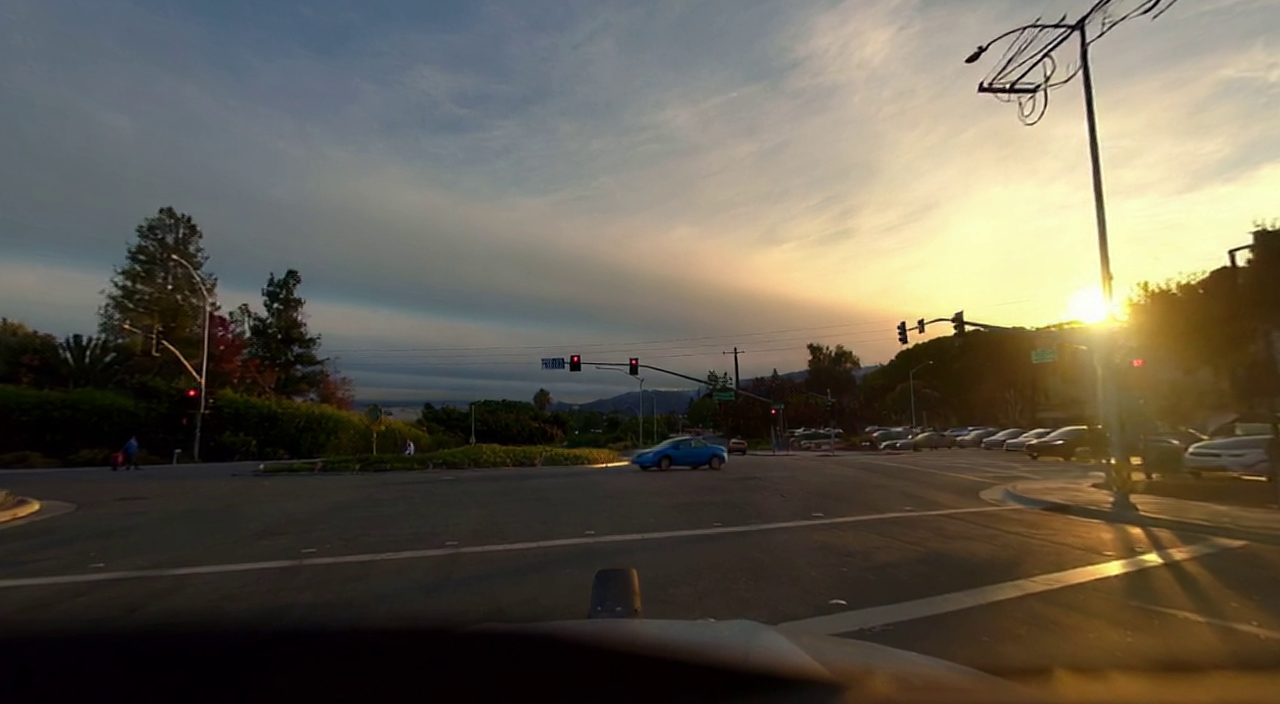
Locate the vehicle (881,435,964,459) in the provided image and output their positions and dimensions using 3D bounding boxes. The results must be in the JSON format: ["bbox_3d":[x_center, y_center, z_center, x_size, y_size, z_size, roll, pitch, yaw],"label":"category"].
[{"bbox_3d":[18.713,6.277,41.791,5.234,1.549,1.982,4,-9,-24],"label":"vehicle"}]

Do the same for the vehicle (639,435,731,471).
[{"bbox_3d":[2.020,4.498,28.198,3.896,1.500,1.740,6,-11,-37],"label":"vehicle"}]

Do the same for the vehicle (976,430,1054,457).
[{"bbox_3d":[26.942,6.581,45.428,5.032,1.828,2.183,4,-9,-24],"label":"vehicle"}]

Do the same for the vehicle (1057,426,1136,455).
[{"bbox_3d":[36.084,7.025,49.905,6.148,2.119,2.473,4,-10,-28],"label":"vehicle"}]
